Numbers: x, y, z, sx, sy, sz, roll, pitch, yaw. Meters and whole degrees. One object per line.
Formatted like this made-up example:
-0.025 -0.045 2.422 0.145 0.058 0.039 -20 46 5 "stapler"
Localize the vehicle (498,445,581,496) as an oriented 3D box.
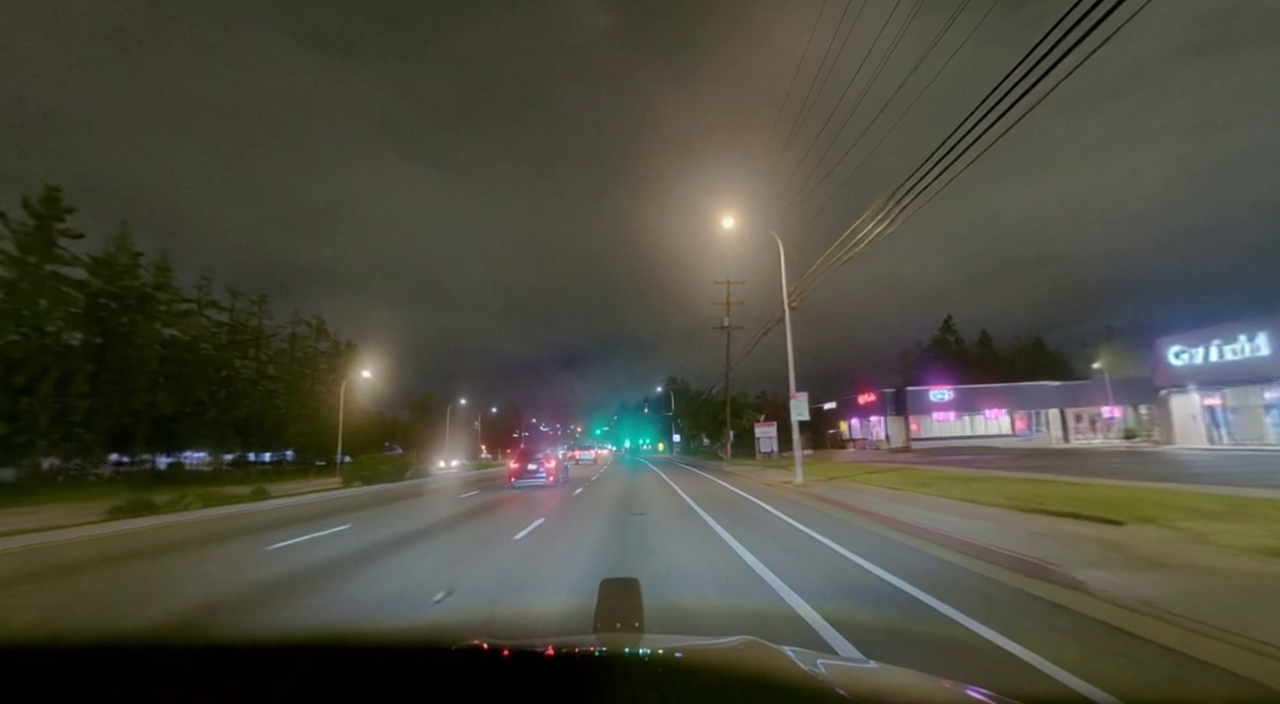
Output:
-3.136 3.812 20.643 1.942 1.469 4.426 0 -9 1 "vehicle"
